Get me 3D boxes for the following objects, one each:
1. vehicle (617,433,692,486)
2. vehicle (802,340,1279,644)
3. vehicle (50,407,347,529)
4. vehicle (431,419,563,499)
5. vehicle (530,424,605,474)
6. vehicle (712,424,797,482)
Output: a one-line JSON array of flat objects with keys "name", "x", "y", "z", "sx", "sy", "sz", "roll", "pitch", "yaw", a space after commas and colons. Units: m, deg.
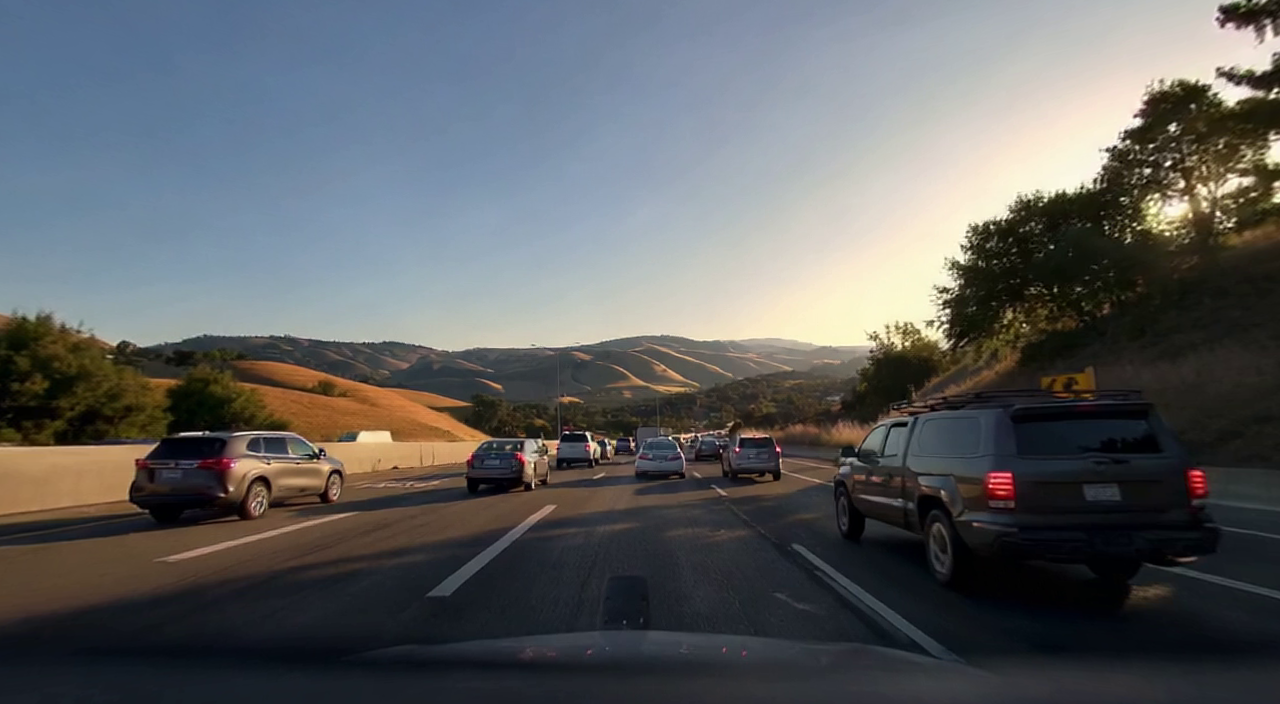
[{"name": "vehicle", "x": 0.441, "y": 3.330, "z": 19.876, "sx": 2.105, "sy": 1.471, "sz": 4.349, "roll": 0, "pitch": -8, "yaw": 1}, {"name": "vehicle", "x": 3.515, "y": 1.246, "z": 6.666, "sx": 2.266, "sy": 1.929, "sz": 5.194, "roll": 0, "pitch": -8, "yaw": 1}, {"name": "vehicle", "x": -7.713, "y": 2.075, "z": 11.845, "sx": 2.017, "sy": 1.810, "sz": 4.782, "roll": 0, "pitch": -8, "yaw": 1}, {"name": "vehicle", "x": -3.362, "y": 2.629, "z": 15.876, "sx": 2.179, "sy": 1.723, "sz": 4.410, "roll": 0, "pitch": -8, "yaw": 1}, {"name": "vehicle", "x": -2.961, "y": 4.109, "z": 26.980, "sx": 2.301, "sy": 1.902, "sz": 5.374, "roll": 0, "pitch": -8, "yaw": 3}, {"name": "vehicle", "x": 3.745, "y": 3.405, "z": 21.500, "sx": 2.046, "sy": 1.765, "sz": 4.534, "roll": 0, "pitch": -8, "yaw": 0}]
